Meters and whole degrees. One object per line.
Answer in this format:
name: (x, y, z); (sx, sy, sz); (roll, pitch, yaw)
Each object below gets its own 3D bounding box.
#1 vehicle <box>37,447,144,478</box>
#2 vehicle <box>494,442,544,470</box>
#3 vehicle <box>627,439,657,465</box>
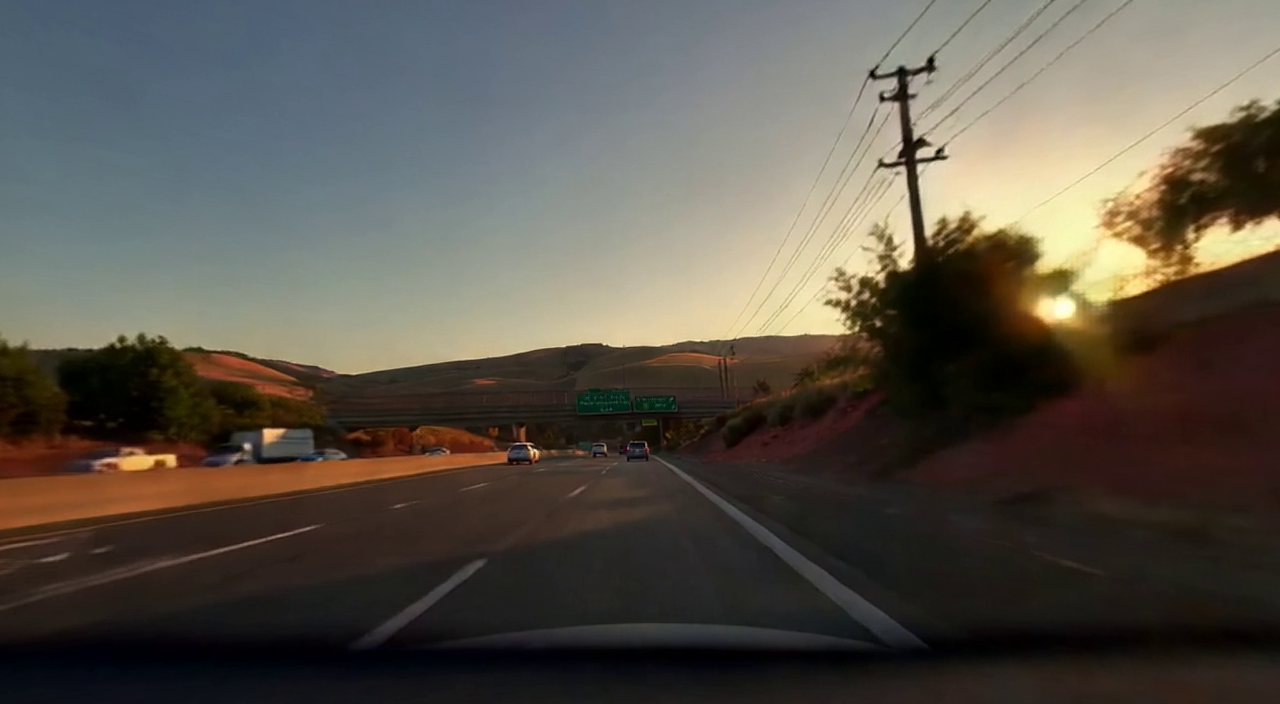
vehicle: (-35.503, 7.125, 41.101); (2.001, 1.866, 5.412); (0, -8, 1)
vehicle: (-7.077, 6.114, 37.400); (2.077, 1.511, 4.323); (0, -8, 1)
vehicle: (0.141, 7.036, 44.508); (2.063, 1.715, 4.299); (0, -8, 0)
